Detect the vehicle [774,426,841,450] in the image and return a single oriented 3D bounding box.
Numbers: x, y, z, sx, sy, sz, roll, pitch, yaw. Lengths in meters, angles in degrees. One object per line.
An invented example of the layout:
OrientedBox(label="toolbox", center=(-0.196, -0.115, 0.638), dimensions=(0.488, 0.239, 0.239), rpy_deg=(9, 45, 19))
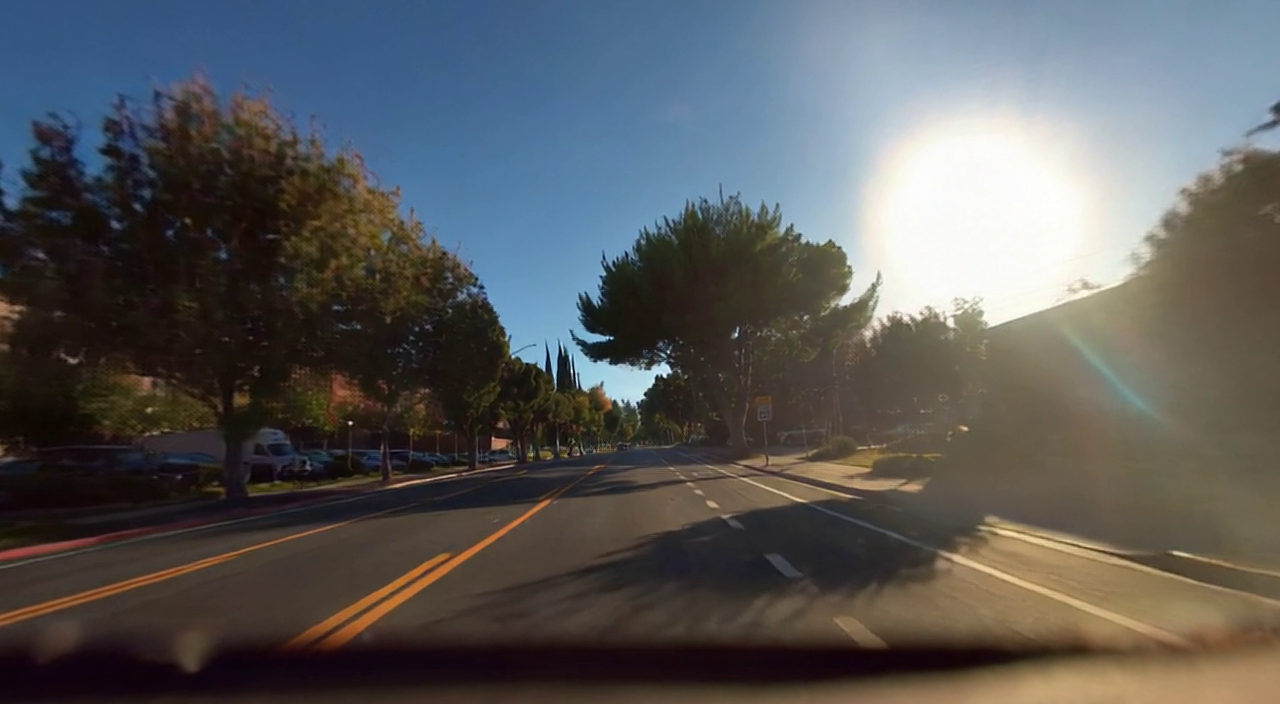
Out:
OrientedBox(label="vehicle", center=(12.985, 6.705, 49.016), dimensions=(4.632, 1.701, 1.975), rpy_deg=(-5, -10, 28))

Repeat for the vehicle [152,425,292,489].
OrientedBox(label="vehicle", center=(-19.425, 4.844, 29.353), dimensions=(5.971, 2.749, 2.293), rpy_deg=(-4, -9, 23))

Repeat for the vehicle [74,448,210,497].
OrientedBox(label="vehicle", center=(-19.118, 4.547, 24.246), dimensions=(4.686, 1.716, 2.017), rpy_deg=(-4, -9, 24))
